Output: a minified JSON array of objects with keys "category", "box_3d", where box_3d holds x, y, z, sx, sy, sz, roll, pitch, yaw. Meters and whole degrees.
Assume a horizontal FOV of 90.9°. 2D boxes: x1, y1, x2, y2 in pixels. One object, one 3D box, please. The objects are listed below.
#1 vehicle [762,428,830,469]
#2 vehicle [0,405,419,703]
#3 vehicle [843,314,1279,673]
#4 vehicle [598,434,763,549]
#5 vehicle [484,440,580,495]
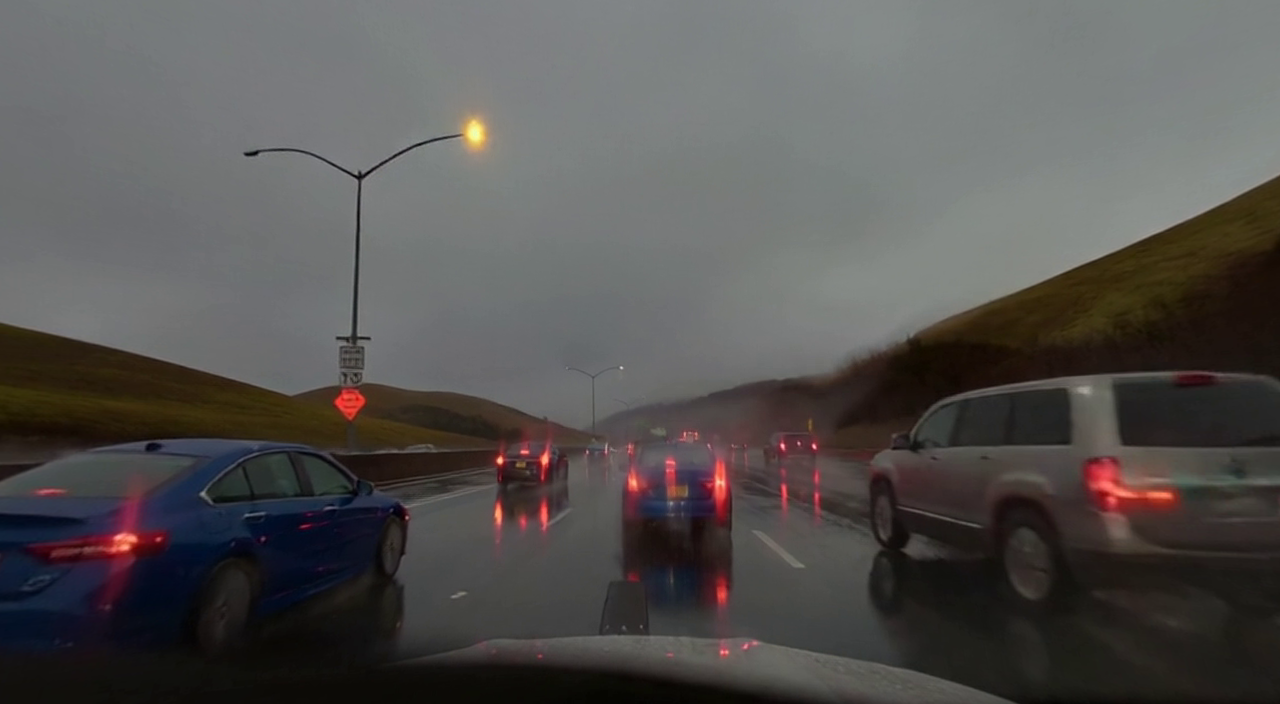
[{"category":"vehicle","box_3d":[7.612,4.777,31.347,2.210,1.831,4.843,0,-9,1]},{"category":"vehicle","box_3d":[-3.455,1.292,4.629,2.033,1.513,4.333,0,-9,1]},{"category":"vehicle","box_3d":[3.594,1.057,5.628,2.086,1.884,4.547,0,-9,1]},{"category":"vehicle","box_3d":[0.551,2.064,9.981,2.072,1.431,3.904,0,-9,1]},{"category":"vehicle","box_3d":[-3.126,3.440,19.214,2.017,1.446,4.384,-1,-9,2]}]
